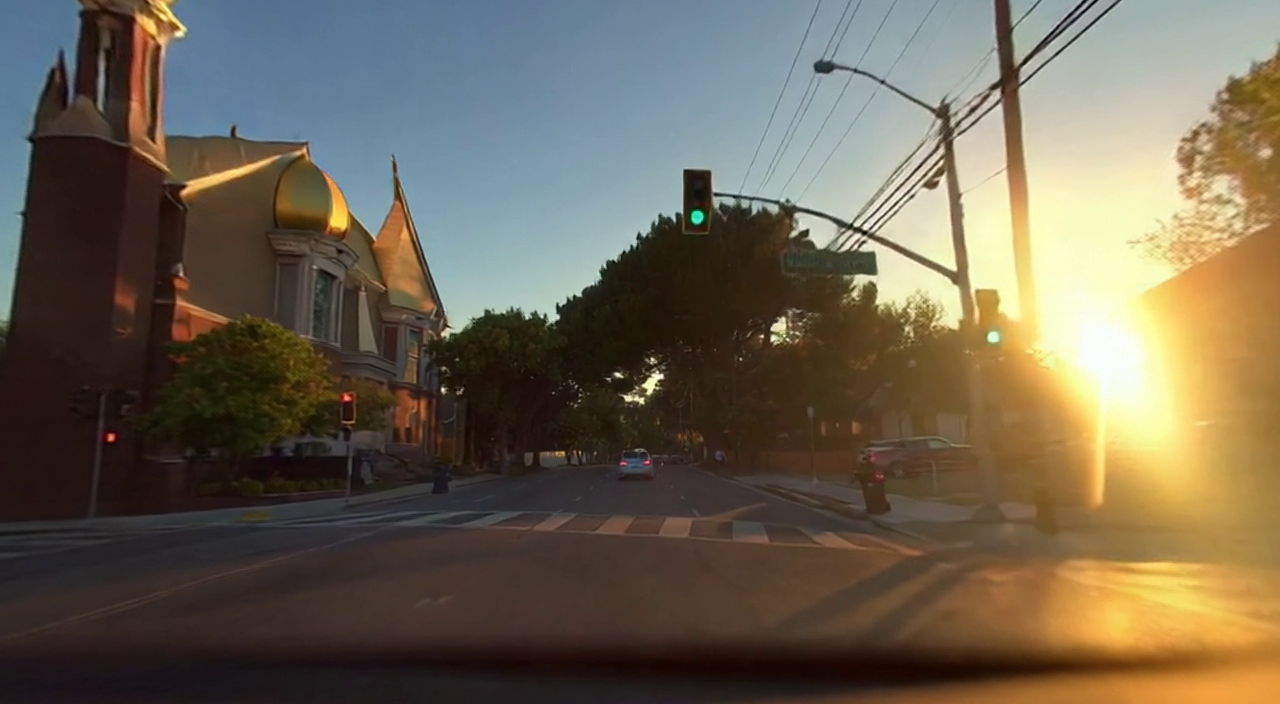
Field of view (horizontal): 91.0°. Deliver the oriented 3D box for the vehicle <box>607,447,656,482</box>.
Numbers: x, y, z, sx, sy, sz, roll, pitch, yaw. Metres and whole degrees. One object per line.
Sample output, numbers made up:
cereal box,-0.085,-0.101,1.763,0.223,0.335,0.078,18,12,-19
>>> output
vehicle,-0.388,5.127,28.954,2.093,1.497,4.010,0,-9,-1
